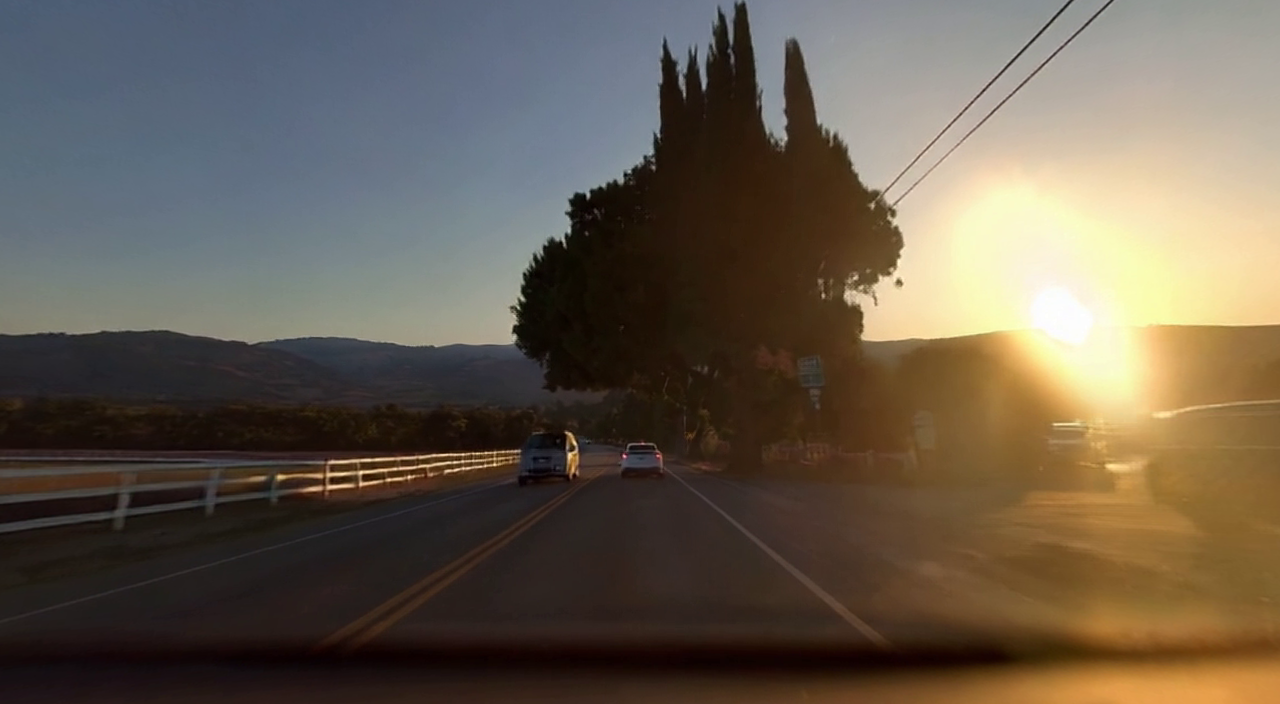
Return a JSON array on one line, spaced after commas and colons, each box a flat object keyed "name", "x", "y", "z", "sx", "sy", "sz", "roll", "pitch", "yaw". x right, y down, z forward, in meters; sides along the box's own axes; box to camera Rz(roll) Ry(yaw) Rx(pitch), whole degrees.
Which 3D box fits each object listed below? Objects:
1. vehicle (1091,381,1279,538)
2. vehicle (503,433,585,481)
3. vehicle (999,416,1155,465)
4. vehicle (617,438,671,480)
[{"name": "vehicle", "x": 9.310, "y": 1.376, "z": 8.081, "sx": 2.402, "sy": 1.965, "sz": 6.091, "roll": 0, "pitch": -9, "yaw": -2}, {"name": "vehicle", "x": -4.559, "y": 5.183, "z": 31.516, "sx": 2.906, "sy": 2.116, "sz": 6.952, "roll": 0, "pitch": -9, "yaw": 1}, {"name": "vehicle", "x": 17.233, "y": 3.578, "z": 25.228, "sx": 1.943, "sy": 1.739, "sz": 4.668, "roll": 4, "pitch": -10, "yaw": -25}, {"name": "vehicle", "x": 0.154, "y": 4.580, "z": 27.230, "sx": 2.158, "sy": 1.669, "sz": 4.006, "roll": 0, "pitch": -9, "yaw": 0}]
